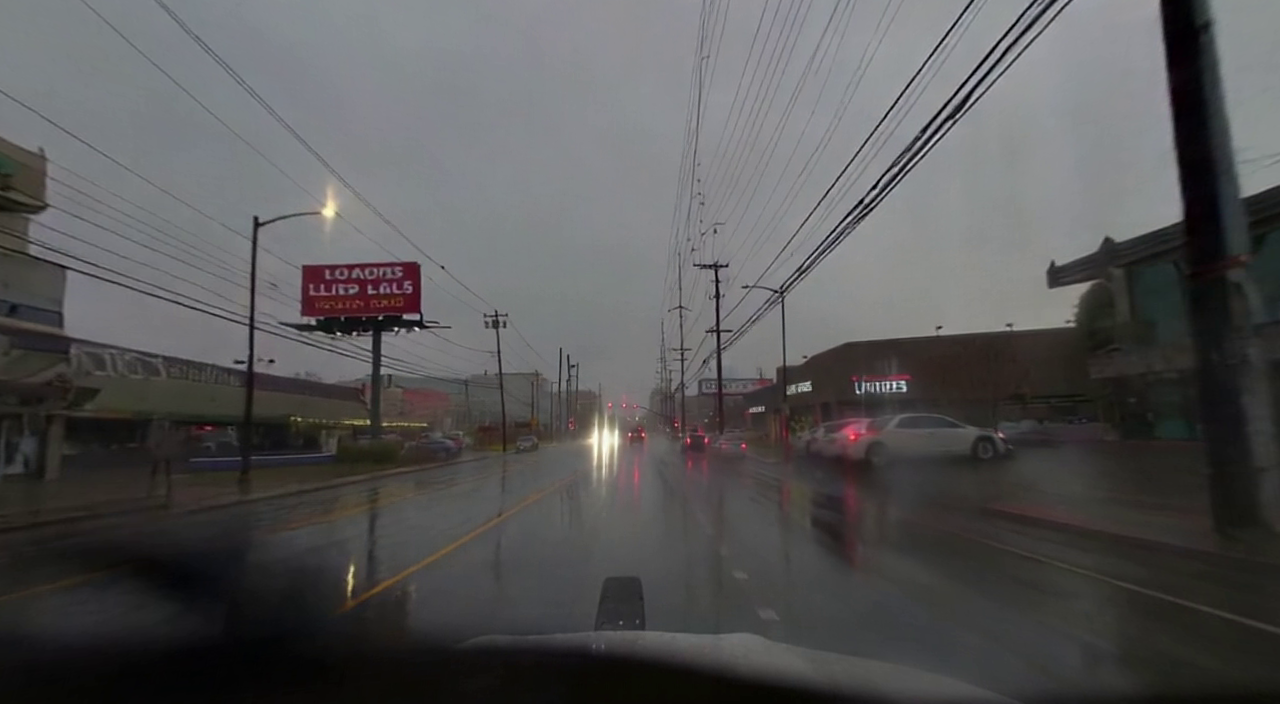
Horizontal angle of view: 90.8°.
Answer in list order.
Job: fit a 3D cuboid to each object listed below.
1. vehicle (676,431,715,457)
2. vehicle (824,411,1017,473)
[{"bbox_3d":[3.382,5.674,39.091,1.926,1.482,4.442,0,-8,-1],"label":"vehicle"},{"bbox_3d":[9.981,3.234,22.925,5.771,2.013,2.414,-1,-8,0],"label":"vehicle"}]
